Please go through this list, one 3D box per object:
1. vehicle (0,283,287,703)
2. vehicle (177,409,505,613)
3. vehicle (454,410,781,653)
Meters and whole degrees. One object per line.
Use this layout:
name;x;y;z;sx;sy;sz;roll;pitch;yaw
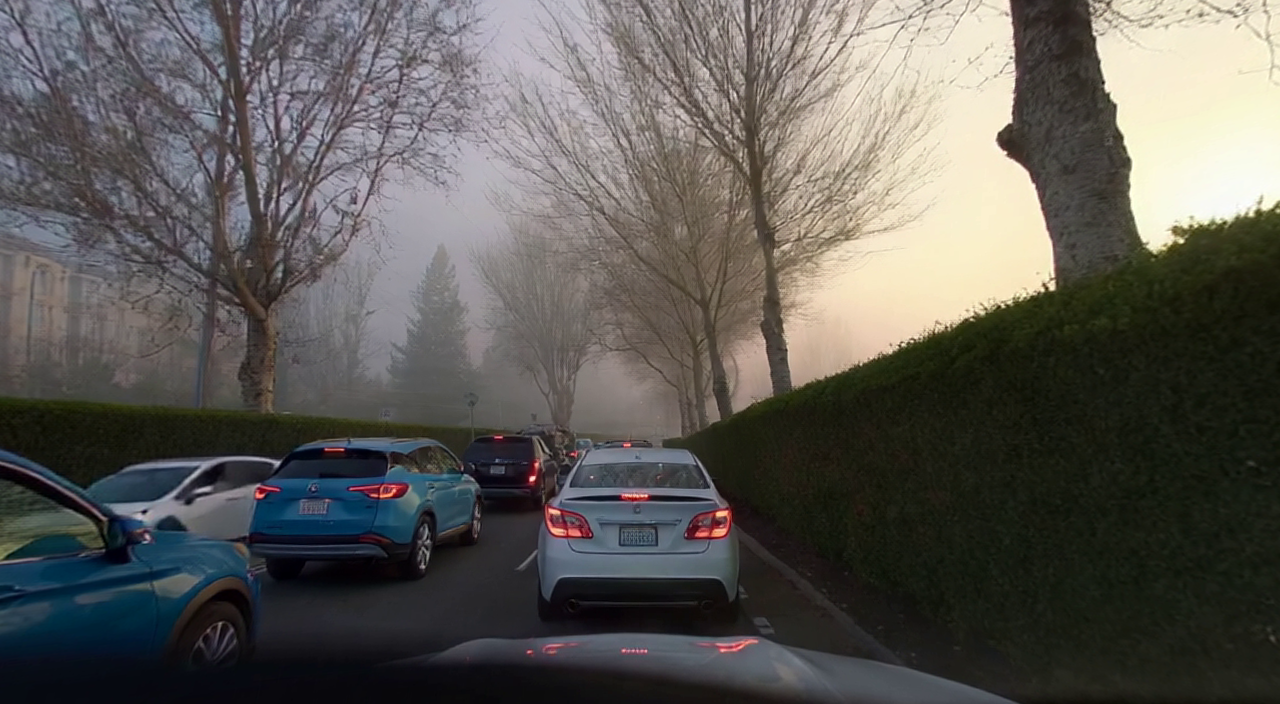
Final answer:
vehicle;-3.279;0.681;1.258;2.205;1.913;5.327;-6;-8;-2
vehicle;-3.417;1.855;8.322;2.256;1.728;4.421;-6;-8;-2
vehicle;-0.170;1.503;6.229;2.154;1.581;4.007;0;-9;-1
